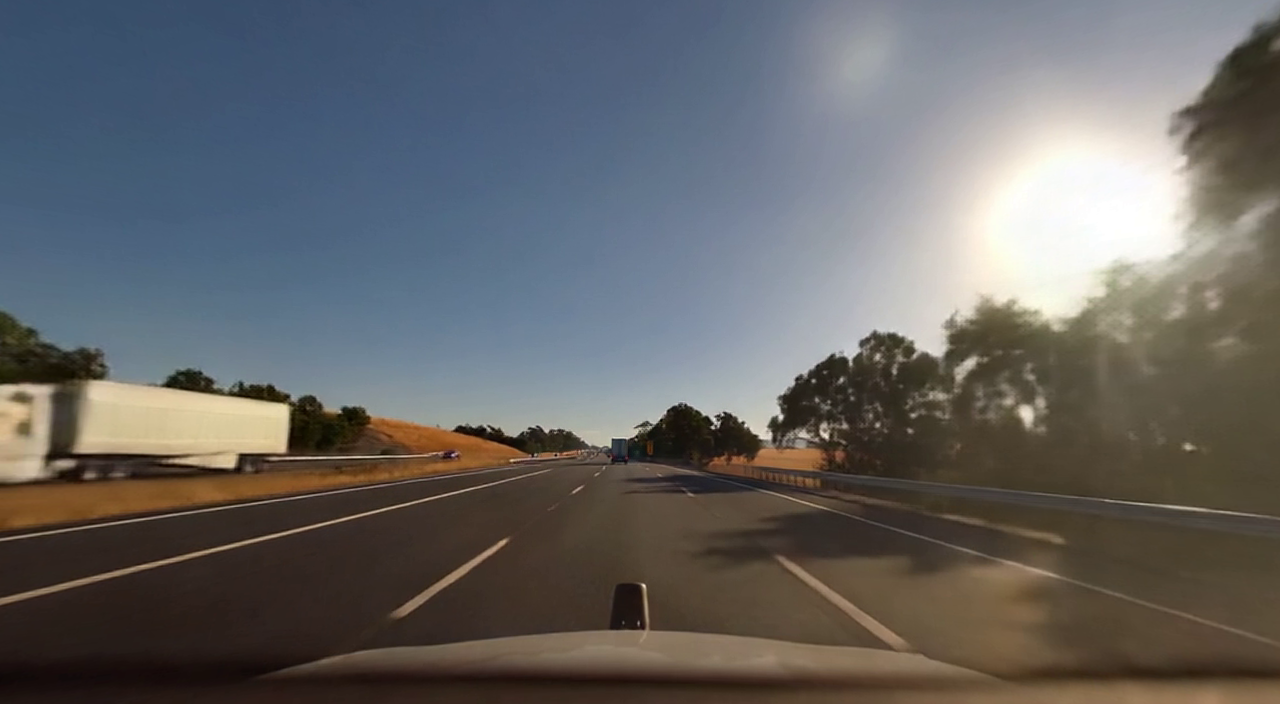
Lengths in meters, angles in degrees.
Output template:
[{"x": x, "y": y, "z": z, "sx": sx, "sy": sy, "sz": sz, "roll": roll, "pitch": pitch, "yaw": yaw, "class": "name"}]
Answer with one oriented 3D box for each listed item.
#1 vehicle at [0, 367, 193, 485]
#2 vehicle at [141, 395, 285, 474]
[{"x": -23.647, "y": 3.219, "z": 26.064, "sx": 2.962, "sy": 4.021, "sz": 10.168, "roll": 0, "pitch": -9, "yaw": -1, "class": "vehicle"}, {"x": -23.984, "y": 4.807, "z": 36.126, "sx": 2.878, "sy": 4.017, "sz": 7.641, "roll": 0, "pitch": -9, "yaw": -2, "class": "vehicle"}]
